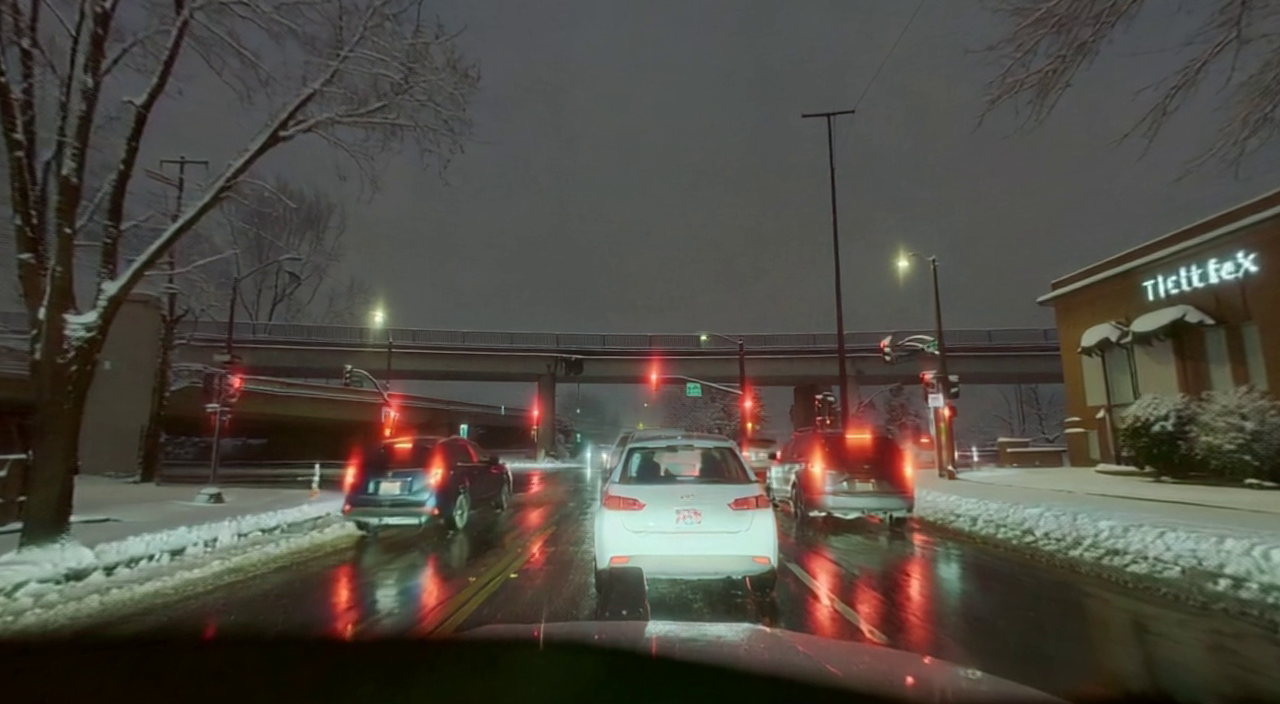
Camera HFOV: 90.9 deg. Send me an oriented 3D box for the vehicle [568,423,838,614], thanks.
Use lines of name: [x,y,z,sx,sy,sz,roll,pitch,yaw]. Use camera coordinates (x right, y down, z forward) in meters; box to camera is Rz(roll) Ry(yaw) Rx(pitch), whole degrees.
vehicle: [0.526,1.612,7.089,2.101,1.467,4.210,0,-8,1]

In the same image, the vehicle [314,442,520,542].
vehicle: [-3.857,2.493,12.068,2.082,1.484,4.865,0,-8,1]

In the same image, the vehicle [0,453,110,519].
vehicle: [-17.471,3.536,16.584,1.905,1.644,4.943,-6,-10,35]

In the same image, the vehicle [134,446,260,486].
vehicle: [-20.795,5.347,29.752,4.474,1.673,2.010,0,-4,1]

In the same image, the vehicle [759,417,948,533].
vehicle: [3.756,2.247,12.113,2.062,1.781,4.488,0,-8,0]
